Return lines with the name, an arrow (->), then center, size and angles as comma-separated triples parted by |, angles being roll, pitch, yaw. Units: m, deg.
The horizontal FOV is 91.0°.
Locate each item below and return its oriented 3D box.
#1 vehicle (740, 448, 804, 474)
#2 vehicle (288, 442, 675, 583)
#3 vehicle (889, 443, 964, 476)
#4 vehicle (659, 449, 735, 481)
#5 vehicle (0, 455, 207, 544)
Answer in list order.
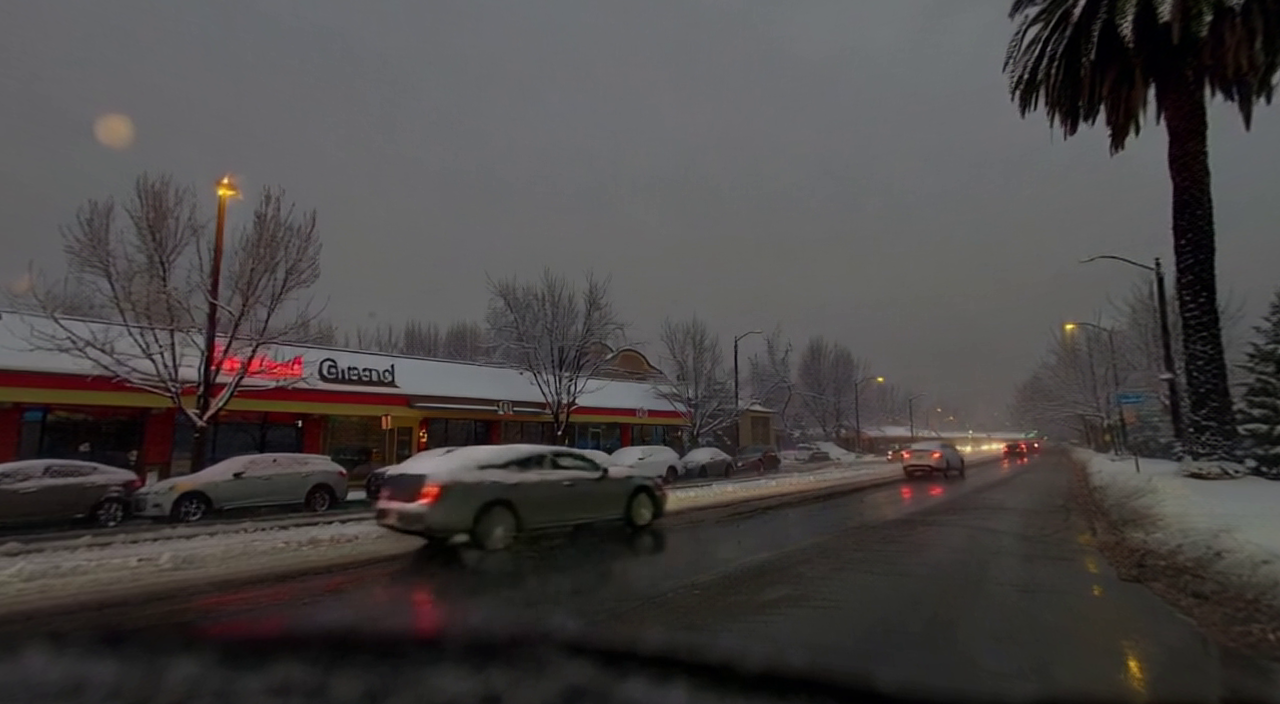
vehicle -> 8.038, 6.537, 38.052 | 1.981, 1.493, 4.721 | -6, -11, 36
vehicle -> -2.020, 2.056, 9.083 | 4.918, 1.461, 2.139 | 7, -11, -40
vehicle -> 14.586, 5.371, 31.891 | 2.232, 1.513, 5.090 | -6, -11, 37
vehicle -> 2.863, 5.492, 30.847 | 1.776, 1.448, 4.137 | -6, -11, 37
vehicle -> -11.439, 2.740, 12.019 | 1.854, 1.482, 4.756 | -6, -11, 37
